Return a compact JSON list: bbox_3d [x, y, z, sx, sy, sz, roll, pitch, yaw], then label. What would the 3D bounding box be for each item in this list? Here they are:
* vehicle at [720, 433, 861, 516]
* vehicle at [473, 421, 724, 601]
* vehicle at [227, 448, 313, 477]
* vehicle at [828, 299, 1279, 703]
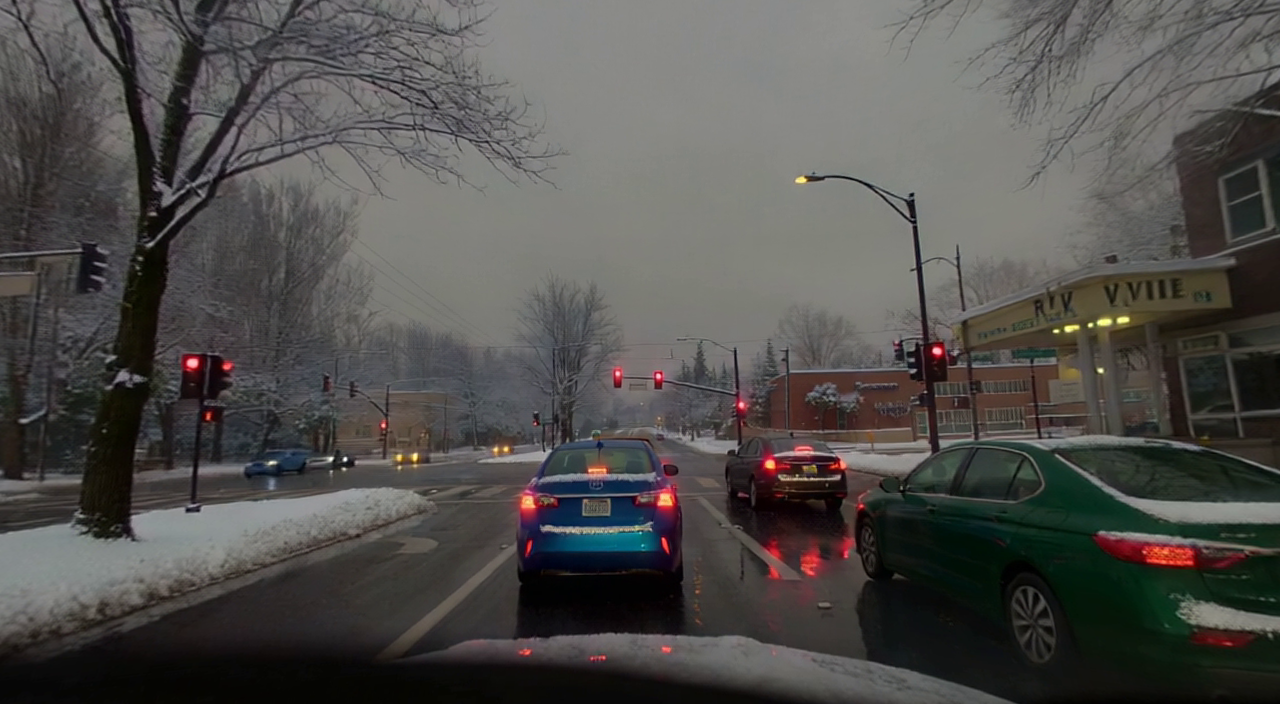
[{"bbox_3d":[3.155,2.666,14.335,2.026,1.549,4.559,0,-8,-1],"label":"vehicle"},{"bbox_3d":[-0.371,1.651,7.412,2.143,1.520,3.848,0,-8,-1],"label":"vehicle"},{"bbox_3d":[-21.597,6.452,37.172,2.091,1.534,4.846,0,-8,0],"label":"vehicle"},{"bbox_3d":[3.585,1.108,5.053,2.572,1.945,5.065,0,-8,0],"label":"vehicle"}]
